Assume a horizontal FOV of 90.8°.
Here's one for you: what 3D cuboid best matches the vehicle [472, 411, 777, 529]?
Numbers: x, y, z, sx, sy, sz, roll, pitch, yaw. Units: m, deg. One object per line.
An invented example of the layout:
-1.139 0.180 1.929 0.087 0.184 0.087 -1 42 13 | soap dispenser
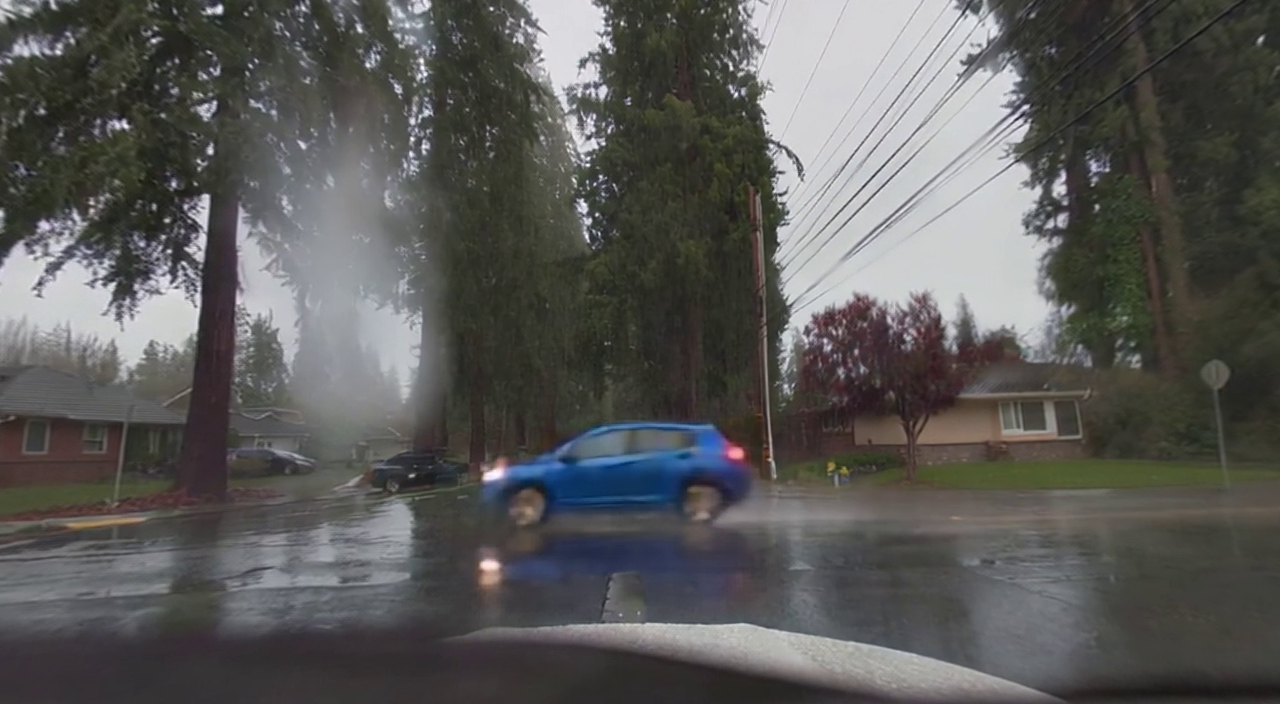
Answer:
-0.266 2.027 11.176 4.809 1.834 2.181 0 -8 -2 | vehicle
